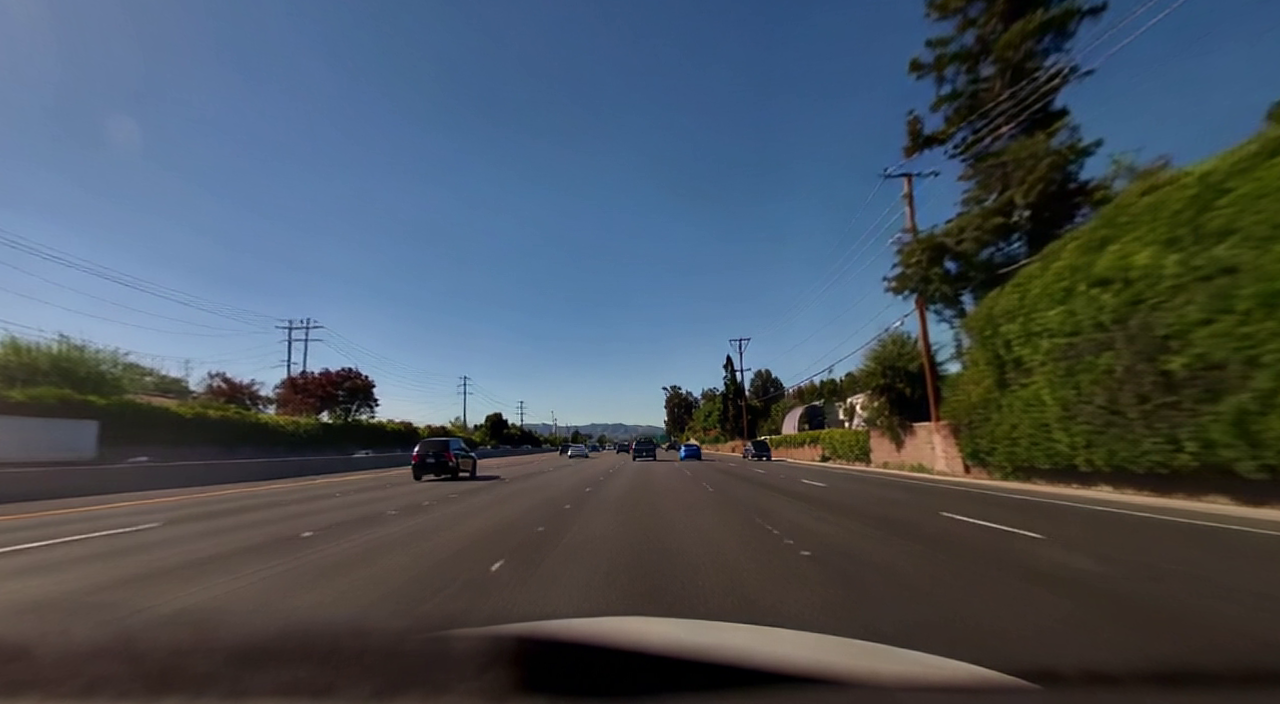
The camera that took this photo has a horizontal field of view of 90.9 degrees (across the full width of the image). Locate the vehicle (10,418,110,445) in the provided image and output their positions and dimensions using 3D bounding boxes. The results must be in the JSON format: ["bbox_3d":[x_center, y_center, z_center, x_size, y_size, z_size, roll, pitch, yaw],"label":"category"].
[{"bbox_3d":[-37.330,5.196,40.772,1.919,1.651,4.773,0,-8,0],"label":"vehicle"}]

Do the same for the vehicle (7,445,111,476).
[{"bbox_3d":[-37.343,6.953,40.687,2.163,1.848,4.779,0,-8,-1],"label":"vehicle"}]

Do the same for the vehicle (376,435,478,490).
[{"bbox_3d":[-7.349,3.832,22.279,2.007,1.732,4.395,0,-8,0],"label":"vehicle"}]

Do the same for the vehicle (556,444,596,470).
[{"bbox_3d":[-3.788,6.304,38.082,1.979,1.469,4.378,0,-8,0],"label":"vehicle"}]

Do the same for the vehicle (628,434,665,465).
[{"bbox_3d":[0.425,7.358,47.841,2.622,2.208,5.320,0,-8,-1],"label":"vehicle"}]

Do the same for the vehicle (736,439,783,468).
[{"bbox_3d":[7.291,6.242,38.941,1.937,1.698,4.322,0,-8,-1],"label":"vehicle"}]
